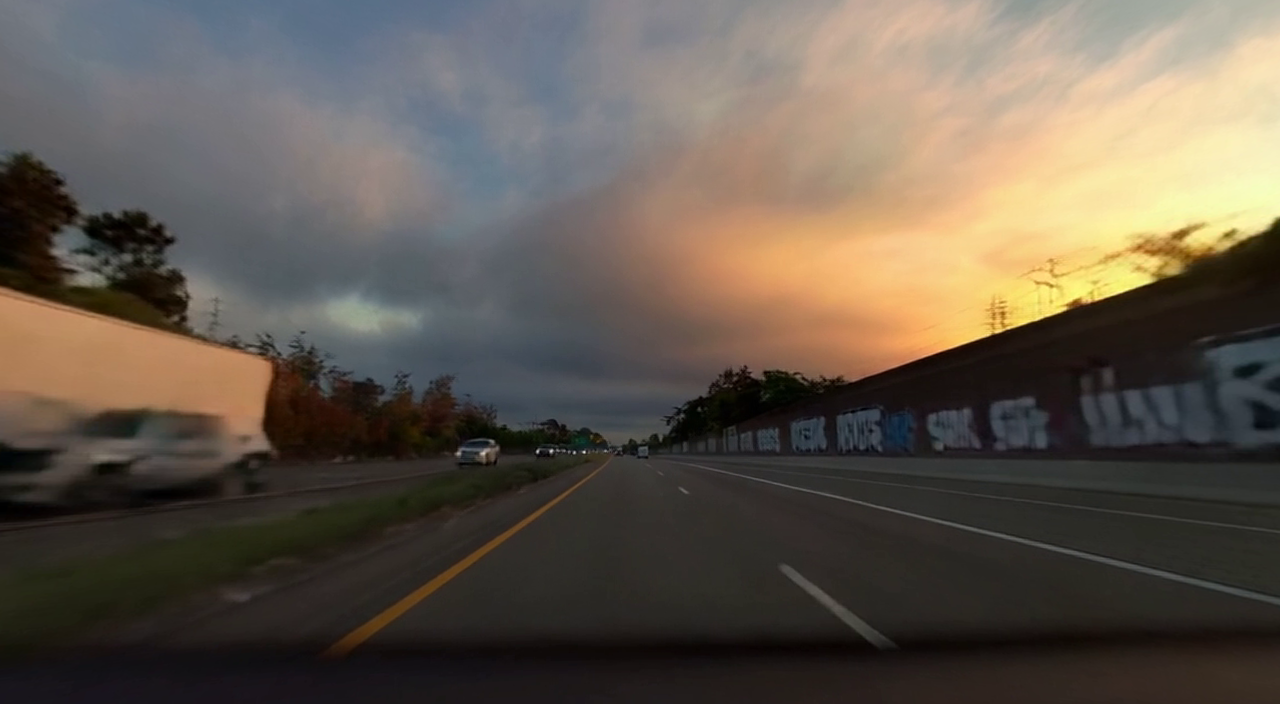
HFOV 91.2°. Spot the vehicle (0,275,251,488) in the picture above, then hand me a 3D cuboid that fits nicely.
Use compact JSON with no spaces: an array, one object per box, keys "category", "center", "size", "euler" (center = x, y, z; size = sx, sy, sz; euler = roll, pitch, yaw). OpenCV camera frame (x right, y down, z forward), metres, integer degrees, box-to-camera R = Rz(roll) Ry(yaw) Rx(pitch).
[{"category":"vehicle","center":[-13.595,0.612,12.257],"size":[2.852,3.992,14.363],"euler":[0,-9,0]}]

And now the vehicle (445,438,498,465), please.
[{"category":"vehicle","center":[-10.192,6.038,38.241],"size":[2.055,1.526,4.468],"euler":[0,-9,-1]}]

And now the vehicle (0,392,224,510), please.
[{"category":"vehicle","center":[-9.379,1.622,10.388],"size":[1.978,1.542,4.321],"euler":[0,-9,0]}]
